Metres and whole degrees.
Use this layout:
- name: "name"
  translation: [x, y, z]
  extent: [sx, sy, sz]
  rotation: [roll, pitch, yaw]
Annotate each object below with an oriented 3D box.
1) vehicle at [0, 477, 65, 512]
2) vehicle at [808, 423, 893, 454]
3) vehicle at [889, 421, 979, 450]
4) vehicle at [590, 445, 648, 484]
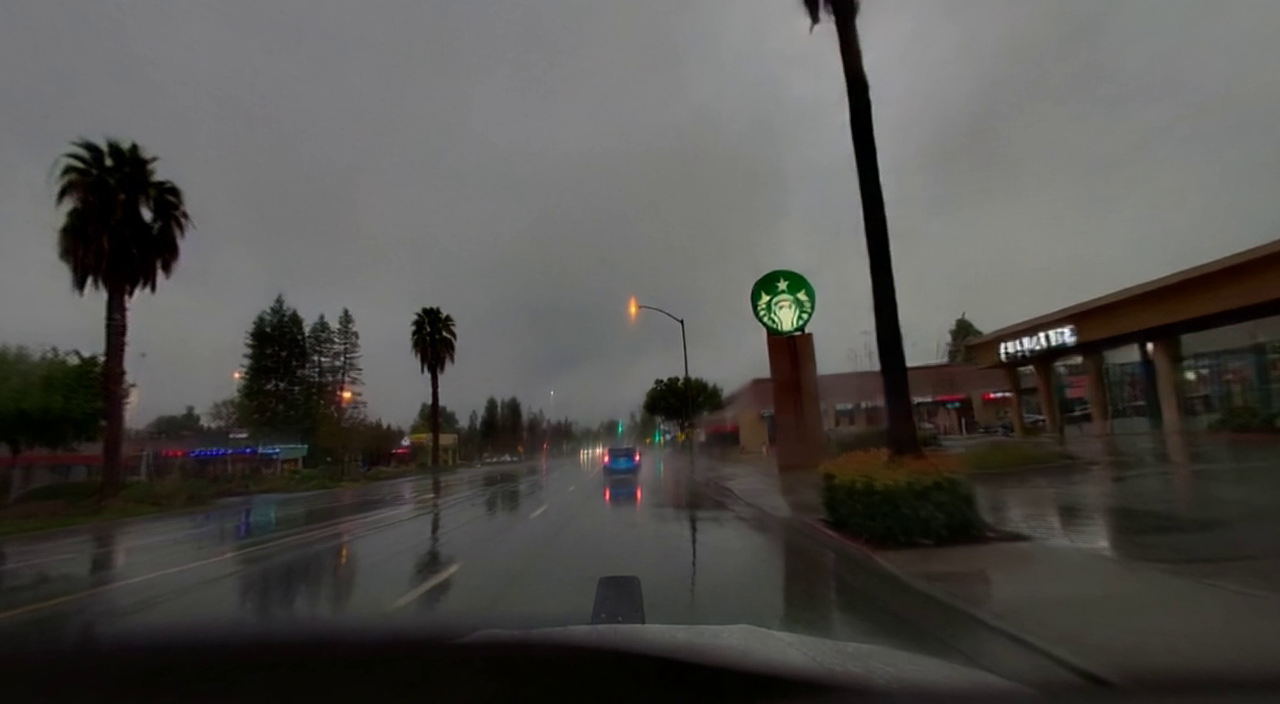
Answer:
- name: "vehicle"
  translation: [-32.681, 7.602, 33.940]
  extent: [1.791, 1.511, 4.030]
  rotation: [5, -10, -31]
- name: "vehicle"
  translation: [12.456, 5.223, 37.687]
  extent: [1.873, 1.657, 4.557]
  rotation: [5, -11, -31]
- name: "vehicle"
  translation: [17.682, 5.062, 38.217]
  extent: [1.856, 1.665, 4.574]
  rotation: [5, -10, -32]
- name: "vehicle"
  translation: [-0.848, 4.557, 26.016]
  extent: [2.156, 1.462, 4.495]
  rotation: [0, -8, -1]
